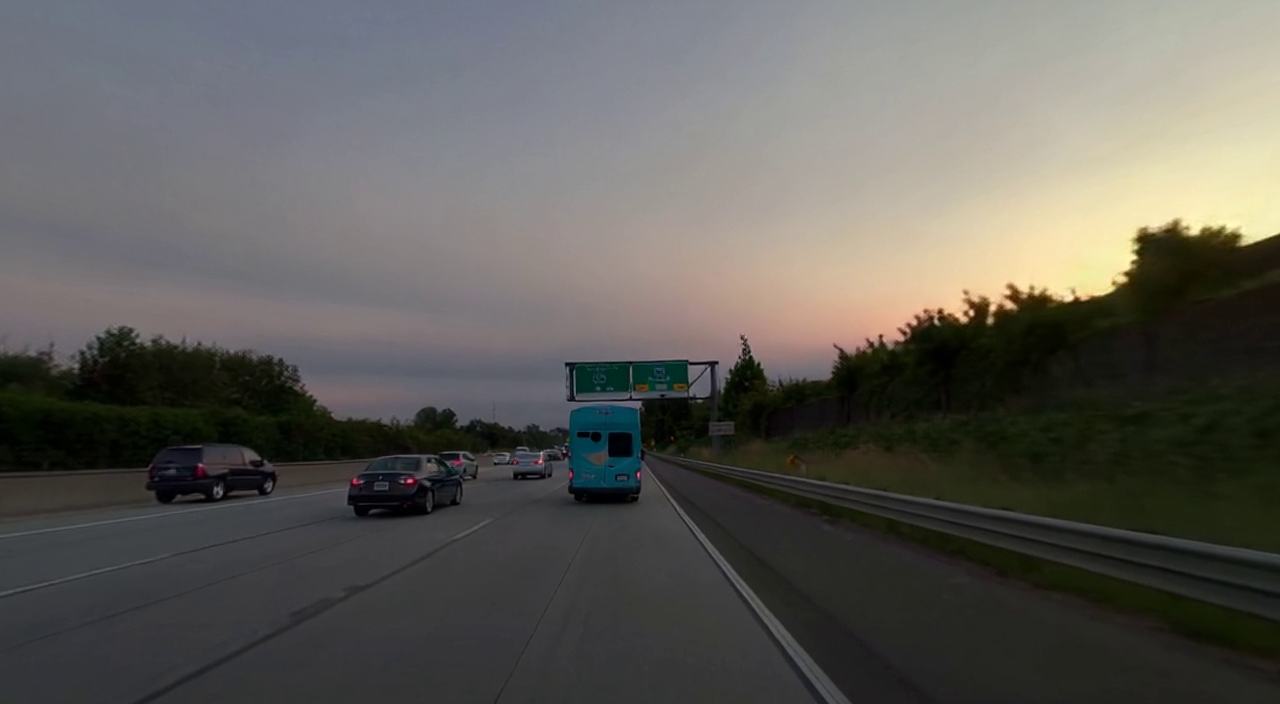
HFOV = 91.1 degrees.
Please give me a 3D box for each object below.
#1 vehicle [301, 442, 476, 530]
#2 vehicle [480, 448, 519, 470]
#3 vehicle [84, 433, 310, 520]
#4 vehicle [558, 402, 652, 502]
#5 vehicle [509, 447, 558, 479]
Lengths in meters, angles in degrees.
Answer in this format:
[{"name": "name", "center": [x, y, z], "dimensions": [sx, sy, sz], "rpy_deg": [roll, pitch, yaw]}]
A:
[{"name": "vehicle", "center": [-4.770, 2.575, 12.659], "dimensions": [1.876, 1.438, 4.072], "rpy_deg": [0, -9, -1]}, {"name": "vehicle", "center": [-10.086, 7.696, 45.280], "dimensions": [1.886, 1.462, 4.084], "rpy_deg": [0, -9, -1]}, {"name": "vehicle", "center": [-9.621, 2.716, 14.211], "dimensions": [2.010, 1.621, 4.252], "rpy_deg": [0, -9, -1]}, {"name": "vehicle", "center": [-0.948, 2.968, 18.837], "dimensions": [2.394, 2.556, 5.232], "rpy_deg": [0, -9, -1]}, {"name": "vehicle", "center": [-5.221, 5.465, 31.226], "dimensions": [1.872, 1.480, 3.545], "rpy_deg": [0, -9, -1]}]
